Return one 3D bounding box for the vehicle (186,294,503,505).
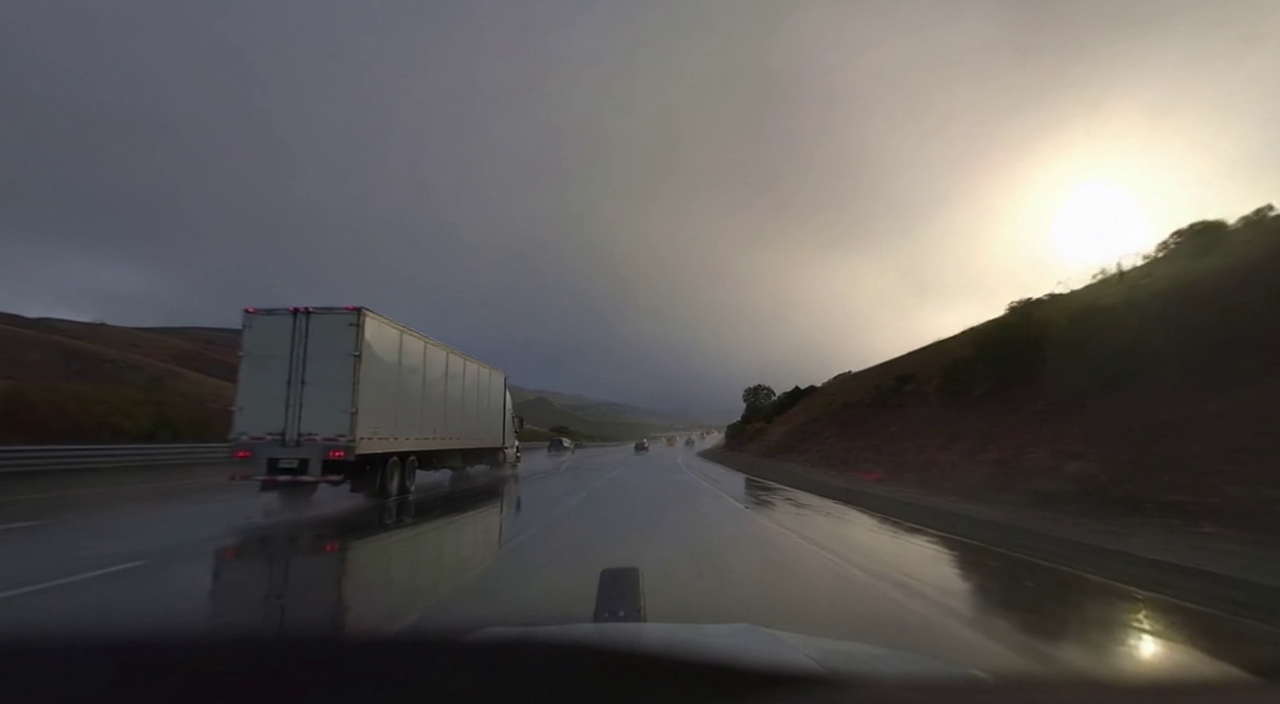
[{"bbox_3d":[-6.522,1.624,16.933,2.981,3.860,11.022,0,-8,1],"label":"vehicle"}]
